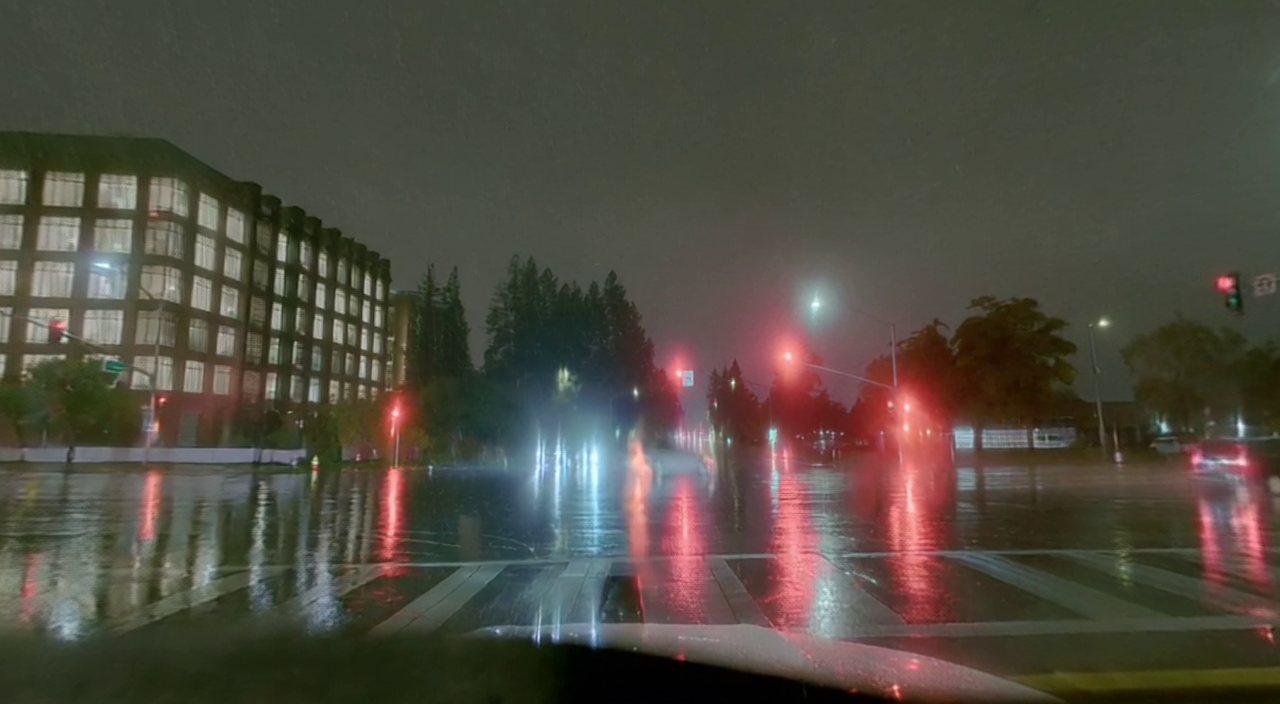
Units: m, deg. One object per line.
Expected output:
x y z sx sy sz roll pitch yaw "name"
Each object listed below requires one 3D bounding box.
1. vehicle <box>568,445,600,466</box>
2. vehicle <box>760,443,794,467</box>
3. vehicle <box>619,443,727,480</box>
-4.353 8.121 49.749 2.130 1.613 4.121 0 -8 0 "vehicle"
9.615 7.252 44.641 1.955 1.569 4.397 -1 -8 8 "vehicle"
1.455 4.648 27.114 4.424 1.454 2.043 7 -11 -40 "vehicle"
